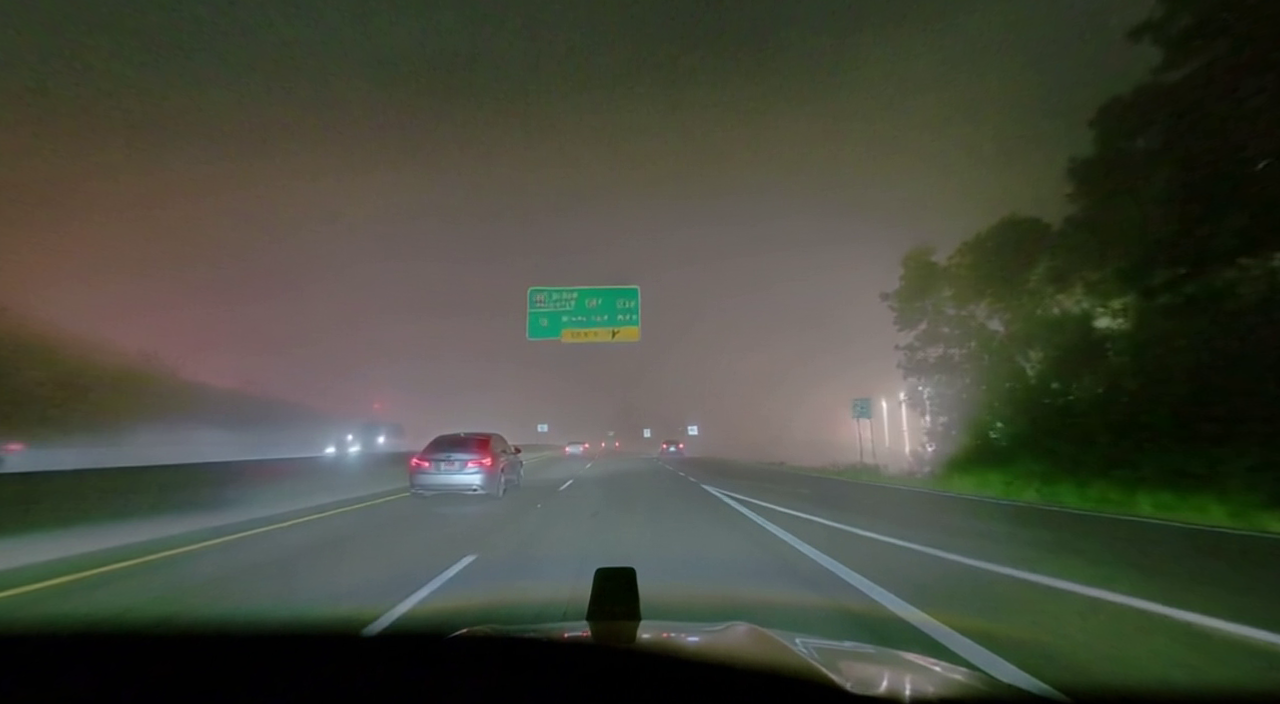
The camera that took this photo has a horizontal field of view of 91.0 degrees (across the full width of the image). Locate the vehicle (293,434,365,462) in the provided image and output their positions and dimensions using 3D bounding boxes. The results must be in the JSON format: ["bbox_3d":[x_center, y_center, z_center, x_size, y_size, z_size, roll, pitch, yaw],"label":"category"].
[{"bbox_3d":[-18.208,5.645,37.106,2.048,1.538,4.632,0,-8,-2],"label":"vehicle"}]

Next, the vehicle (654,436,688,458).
[{"bbox_3d":[2.326,7.388,49.039,2.078,1.608,3.982,1,-8,-6],"label":"vehicle"}]

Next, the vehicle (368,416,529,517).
[{"bbox_3d":[-3.747,2.314,13.273,2.080,1.733,4.410,0,-8,-1],"label":"vehicle"}]
